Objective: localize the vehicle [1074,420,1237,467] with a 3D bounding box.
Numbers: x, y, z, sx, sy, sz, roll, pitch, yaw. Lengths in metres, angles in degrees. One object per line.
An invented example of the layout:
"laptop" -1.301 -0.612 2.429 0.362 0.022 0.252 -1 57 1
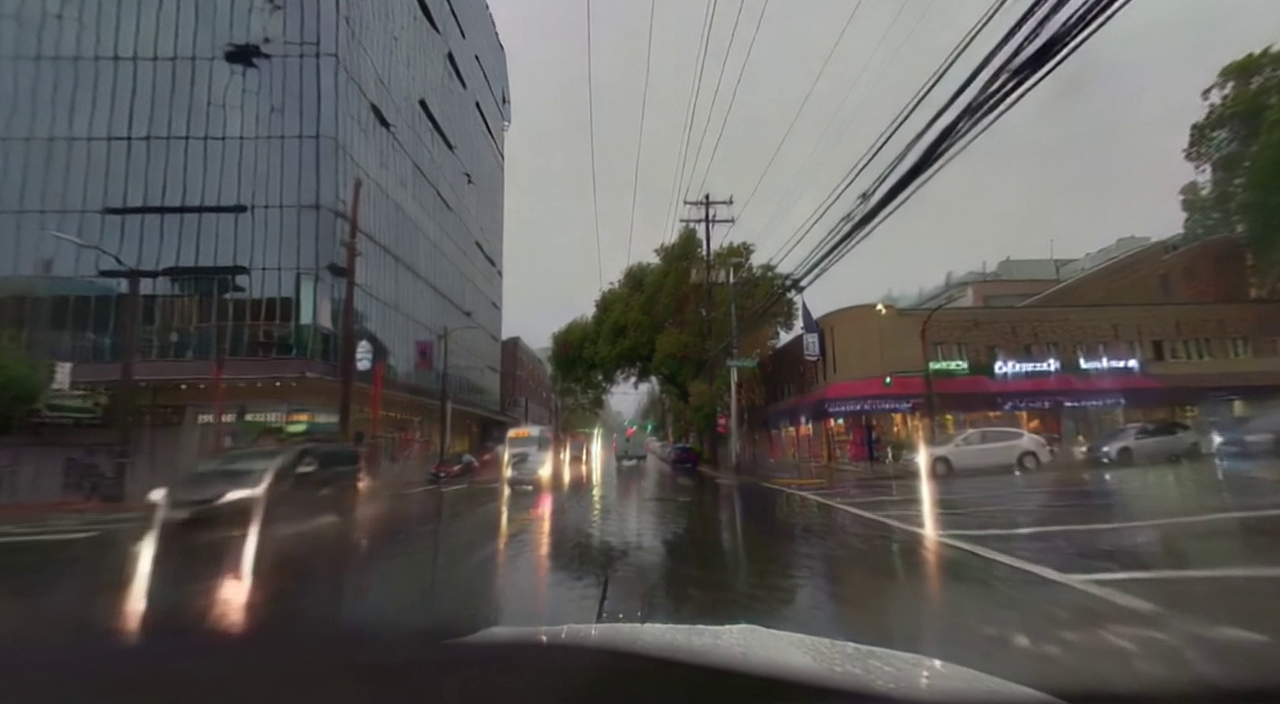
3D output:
"vehicle" 18.418 3.287 22.716 4.161 1.586 1.992 0 -8 -3

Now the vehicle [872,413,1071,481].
"vehicle" 10.252 2.997 19.978 4.966 1.826 2.209 -3 -8 6

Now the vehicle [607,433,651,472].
"vehicle" -0.649 5.248 33.179 2.127 1.893 4.194 0 -8 -3

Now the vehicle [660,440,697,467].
"vehicle" 2.391 6.509 40.704 1.934 1.633 4.271 0 -8 -2

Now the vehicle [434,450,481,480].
"vehicle" -10.687 6.626 37.297 1.847 1.566 3.525 -1 -7 -2

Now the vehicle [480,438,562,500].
"vehicle" -3.653 3.601 20.029 2.026 1.616 4.109 -2 -7 -3

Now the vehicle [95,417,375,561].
"vehicle" -6.628 2.216 11.193 2.090 1.975 4.657 0 -8 -4
